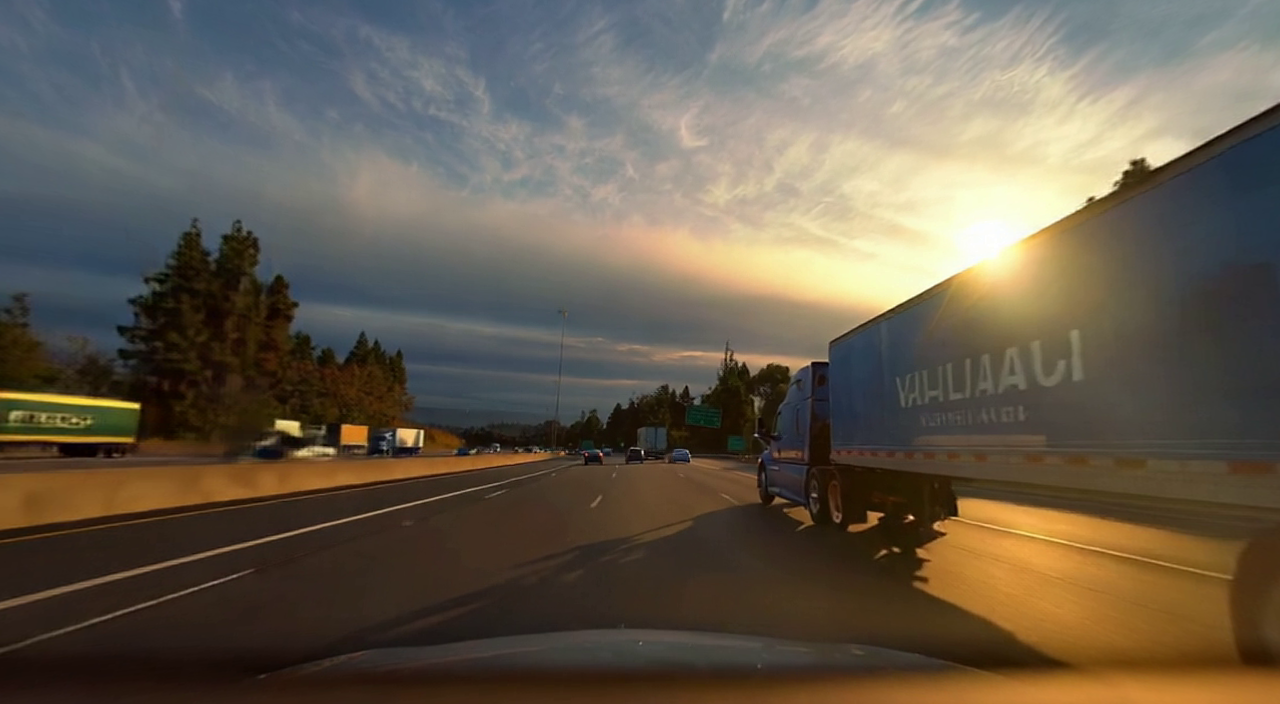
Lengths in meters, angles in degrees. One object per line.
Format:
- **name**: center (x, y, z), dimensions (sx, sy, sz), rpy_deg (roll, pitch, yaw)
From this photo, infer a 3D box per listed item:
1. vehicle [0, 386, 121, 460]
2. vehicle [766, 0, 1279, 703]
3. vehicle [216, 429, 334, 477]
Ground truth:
- **vehicle**: center (-36.832, 3.984, 35.282), dimensions (2.867, 4.022, 14.159), rpy_deg (0, -9, 3)
- **vehicle**: center (4.401, 0.404, 6.961), dimensions (2.847, 4.075, 14.244), rpy_deg (0, -9, -1)
- **vehicle**: center (-16.145, 4.514, 28.336), dimensions (2.163, 1.930, 5.305), rpy_deg (0, -9, -1)
